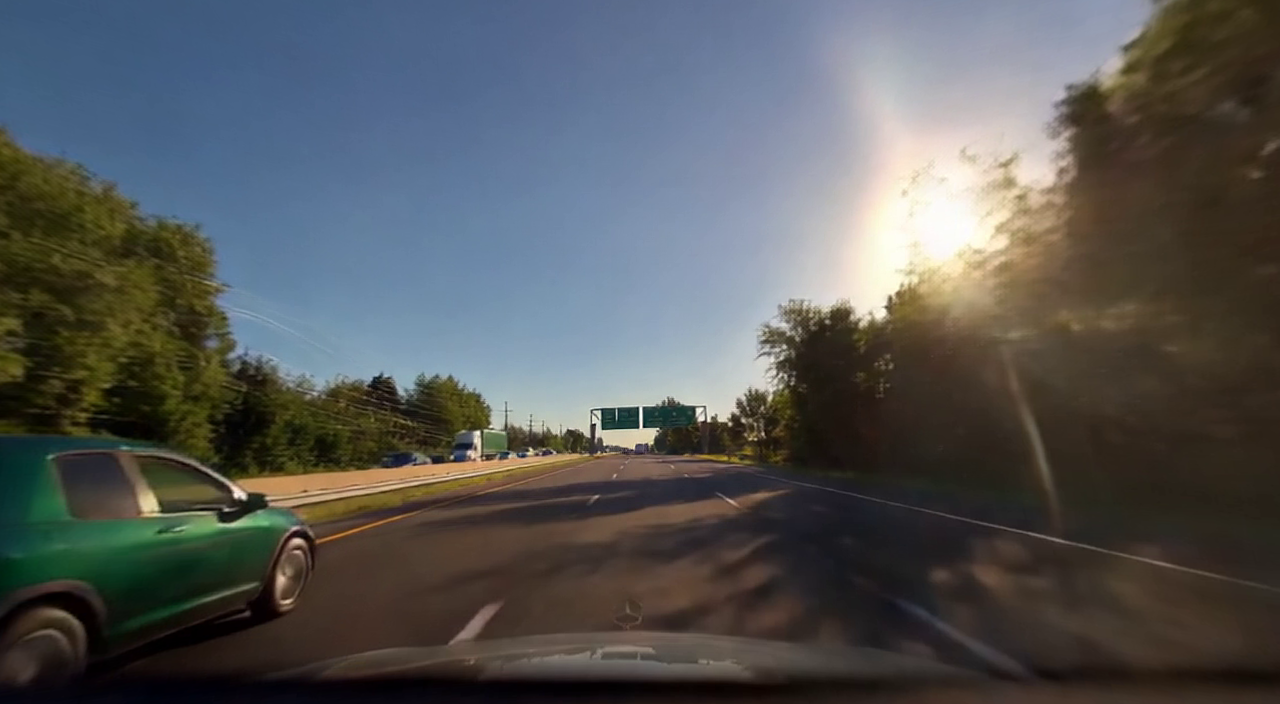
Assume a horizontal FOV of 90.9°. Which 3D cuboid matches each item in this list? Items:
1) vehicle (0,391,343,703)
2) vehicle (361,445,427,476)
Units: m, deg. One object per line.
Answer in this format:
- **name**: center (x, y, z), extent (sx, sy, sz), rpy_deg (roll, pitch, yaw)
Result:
- **vehicle**: center (-3.460, 1.039, 3.304), extent (1.815, 1.500, 4.036), rpy_deg (0, -9, 0)
- **vehicle**: center (-14.437, 6.397, 37.278), extent (2.059, 1.722, 4.527), rpy_deg (0, -9, 0)
